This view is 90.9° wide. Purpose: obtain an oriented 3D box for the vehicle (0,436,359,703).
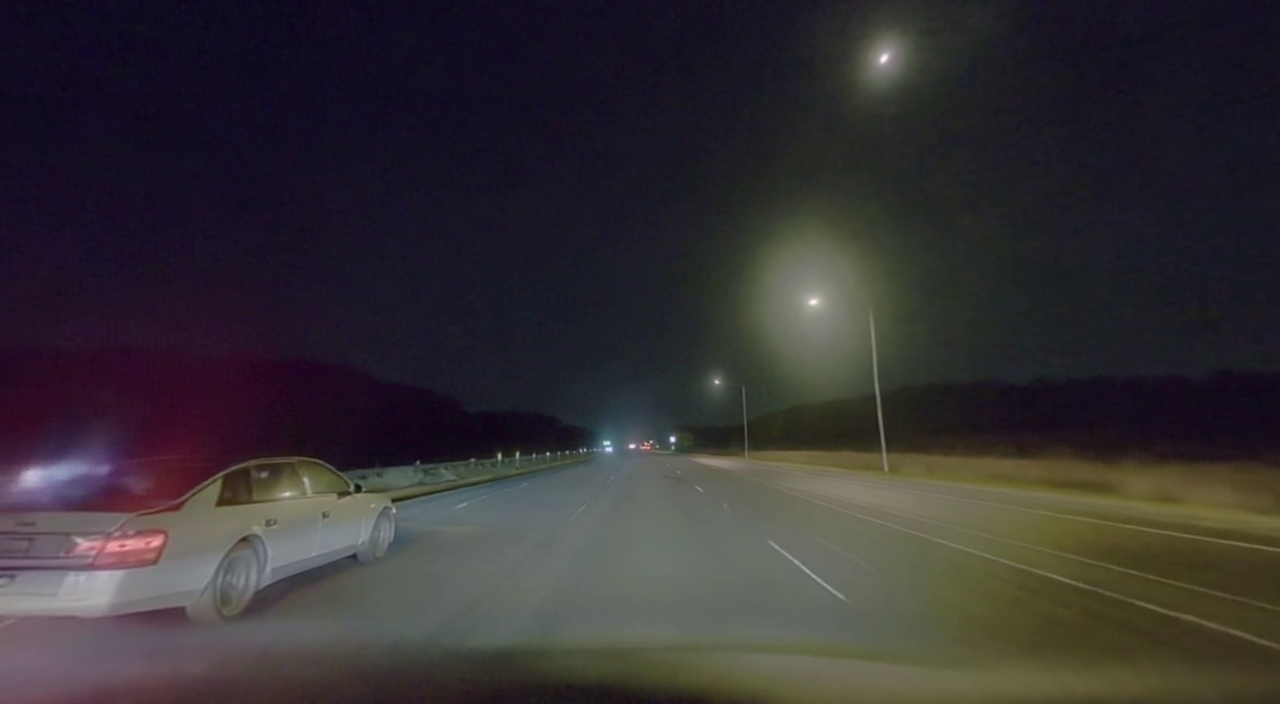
[{"bbox_3d":[-3.626,1.141,3.420,2.096,1.343,4.503,0,-8,0],"label":"vehicle"}]
